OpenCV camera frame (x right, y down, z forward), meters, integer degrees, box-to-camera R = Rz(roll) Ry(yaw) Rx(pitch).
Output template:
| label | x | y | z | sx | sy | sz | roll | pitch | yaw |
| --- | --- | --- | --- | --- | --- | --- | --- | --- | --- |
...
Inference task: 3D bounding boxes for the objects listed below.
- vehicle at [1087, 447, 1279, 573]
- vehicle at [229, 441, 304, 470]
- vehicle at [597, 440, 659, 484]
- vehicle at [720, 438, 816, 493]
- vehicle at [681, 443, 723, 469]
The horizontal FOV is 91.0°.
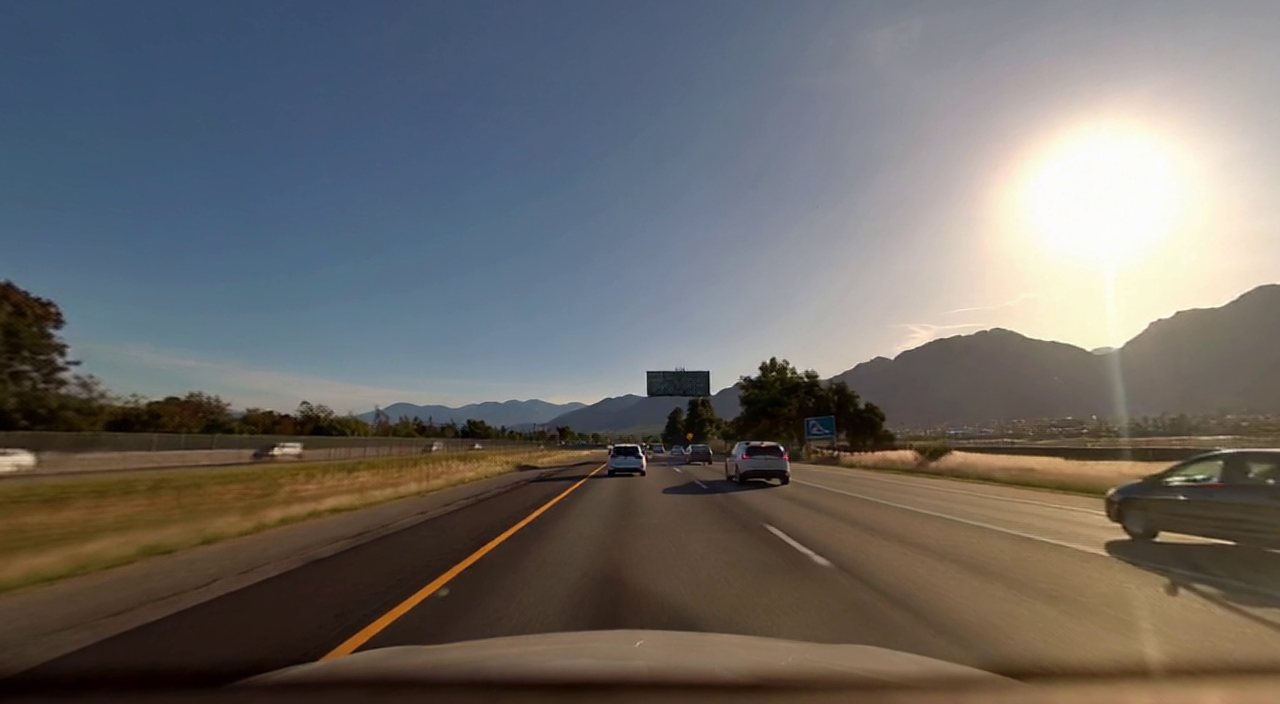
| label | x | y | z | sx | sy | sz | roll | pitch | yaw |
| --- | --- | --- | --- | --- | --- | --- | --- | --- | --- |
| vehicle | 7.649 | 1.726 | 7.071 | 1.910 | 1.303 | 4.462 | 0 | -9 | -1 |
| vehicle | -24.780 | 6.886 | 41.984 | 2.015 | 1.790 | 4.770 | 0 | -9 | 0 |
| vehicle | -0.441 | 3.980 | 22.994 | 2.085 | 1.449 | 3.860 | 0 | -9 | -1 |
| vehicle | 3.793 | 3.440 | 19.483 | 1.949 | 1.493 | 4.272 | 0 | -9 | -2 |
| vehicle | 3.622 | 6.145 | 37.528 | 1.957 | 1.447 | 4.241 | 0 | -9 | -1 |
